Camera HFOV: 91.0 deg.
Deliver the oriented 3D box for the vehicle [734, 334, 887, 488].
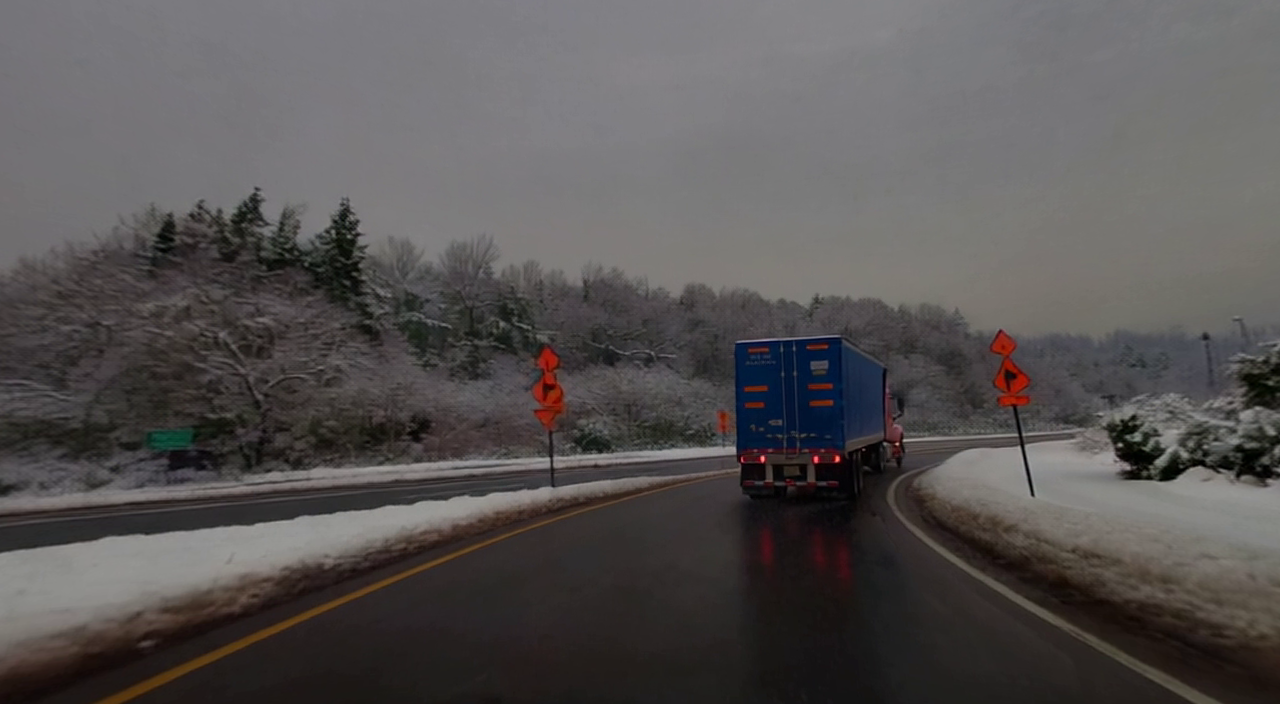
[{"bbox_3d":[5.756,2.009,19.718,2.937,3.647,9.344,-4,-9,24],"label":"vehicle"}]
